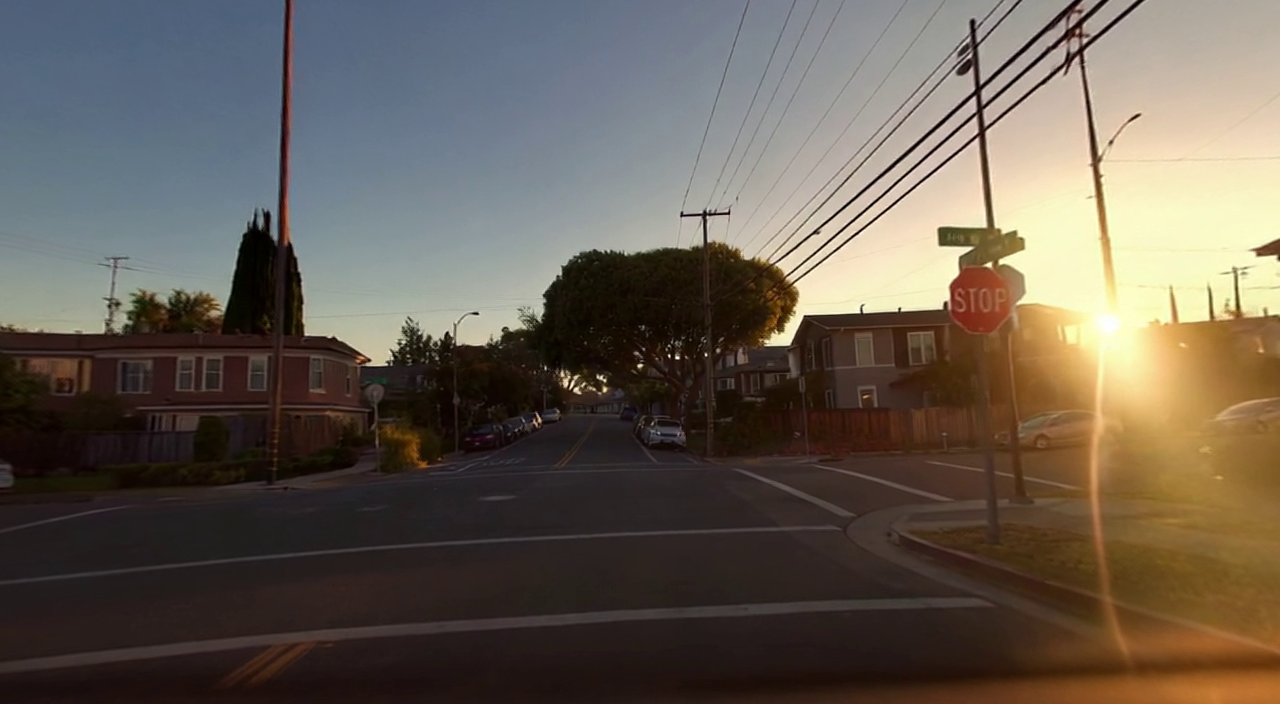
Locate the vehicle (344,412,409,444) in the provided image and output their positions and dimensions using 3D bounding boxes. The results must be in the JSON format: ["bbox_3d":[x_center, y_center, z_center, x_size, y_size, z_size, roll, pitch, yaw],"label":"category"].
[{"bbox_3d":[-14.810,4.370,35.861,1.992,1.678,4.658,0,-8,-5],"label":"vehicle"}]

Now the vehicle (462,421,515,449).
[{"bbox_3d":[-8.778,4.920,37.110,2.065,1.553,4.636,0,-8,-1],"label":"vehicle"}]

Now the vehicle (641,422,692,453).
[{"bbox_3d":[1.308,4.508,33.061,2.120,1.487,4.360,0,-8,-5],"label":"vehicle"}]

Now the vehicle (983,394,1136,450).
[{"bbox_3d":[16.923,2.879,25.588,4.985,2.088,2.141,2,-9,-13],"label":"vehicle"}]

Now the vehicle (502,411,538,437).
[{"bbox_3d":[-9.294,5.669,49.355,2.104,1.898,4.396,0,-8,-3],"label":"vehicle"}]

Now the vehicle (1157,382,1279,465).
[{"bbox_3d":[15.465,1.769,15.338,4.389,1.818,2.062,2,-9,-12],"label":"vehicle"}]
